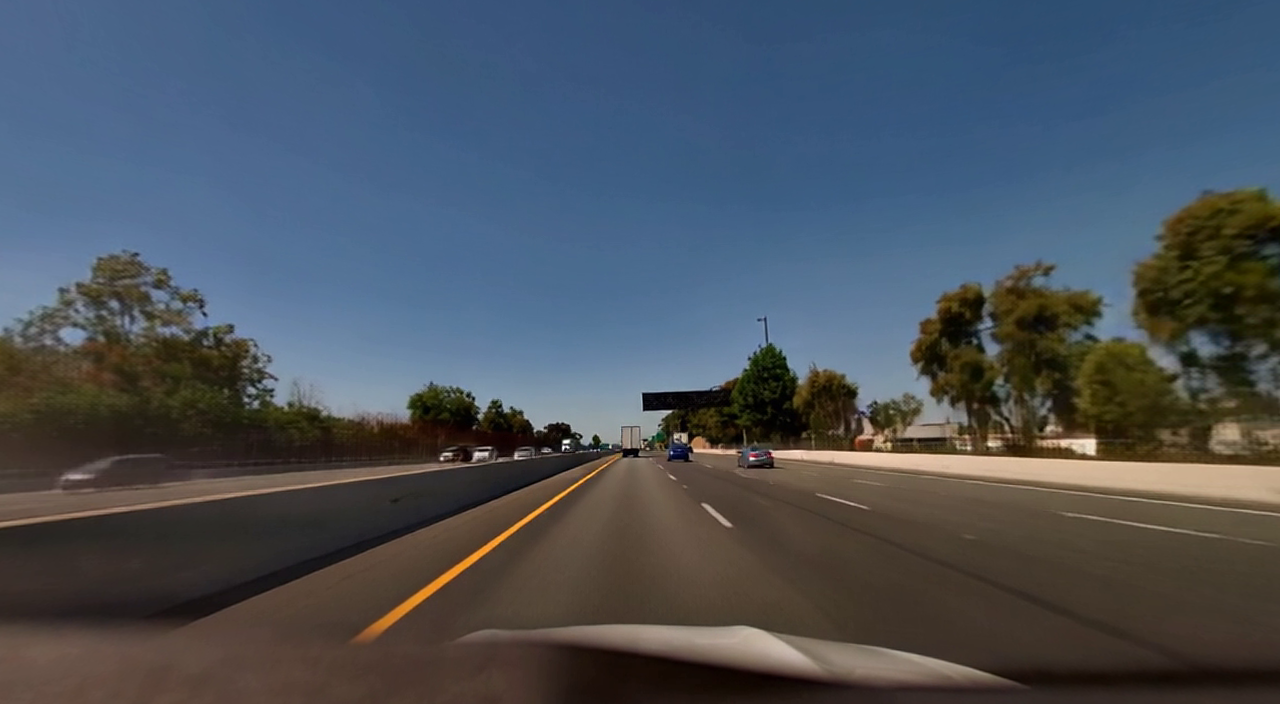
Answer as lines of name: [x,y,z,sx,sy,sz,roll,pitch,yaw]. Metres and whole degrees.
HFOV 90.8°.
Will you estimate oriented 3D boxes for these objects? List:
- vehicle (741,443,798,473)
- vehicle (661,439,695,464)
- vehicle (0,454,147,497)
vehicle: [6.744,5.546,33.300,2.009,1.456,4.097,0,-9,-1]
vehicle: [2.869,7.664,48.601,2.258,1.824,4.908,0,-9,-1]
vehicle: [-22.389,4.821,25.109,1.825,1.465,4.645,0,-9,0]
